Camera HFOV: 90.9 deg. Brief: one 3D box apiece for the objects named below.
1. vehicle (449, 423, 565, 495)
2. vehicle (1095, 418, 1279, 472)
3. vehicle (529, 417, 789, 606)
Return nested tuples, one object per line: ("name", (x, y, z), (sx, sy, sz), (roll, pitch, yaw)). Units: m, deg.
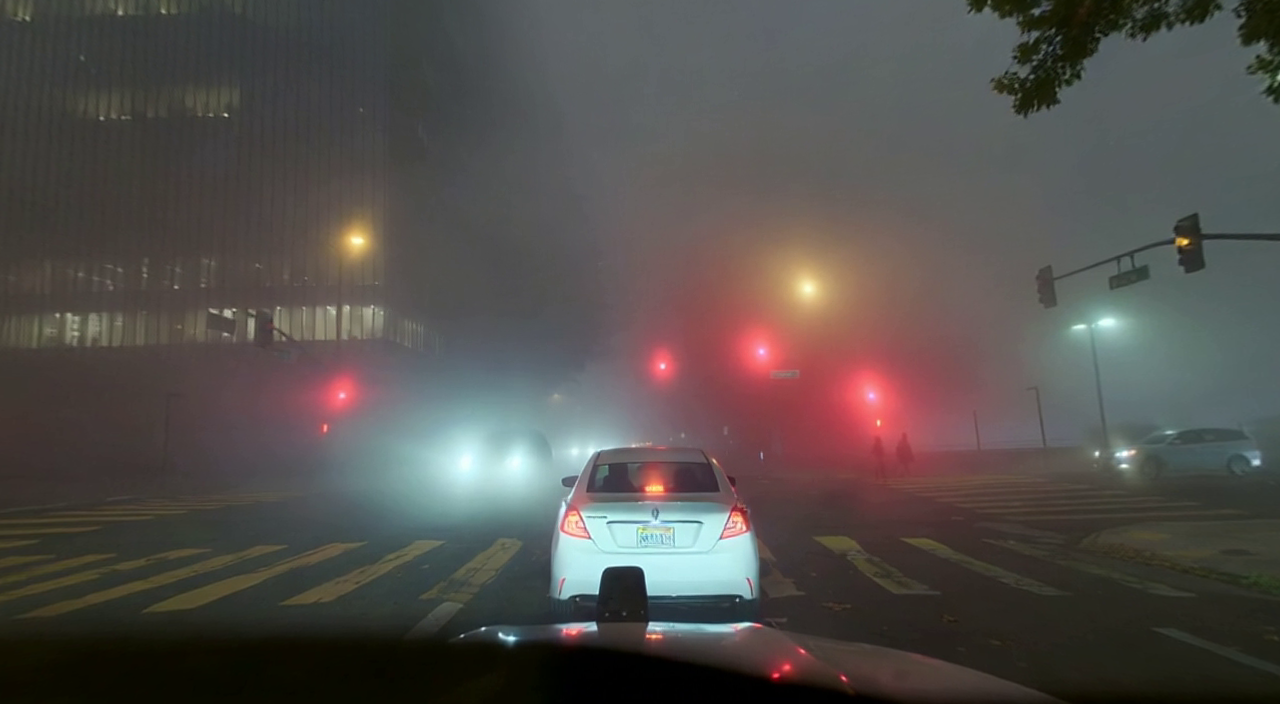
("vehicle", (-3.938, 3.321, 19.894), (2.317, 1.924, 5.518), (0, -8, 2))
("vehicle", (19.162, 3.264, 22.216), (4.675, 1.772, 1.945), (0, -8, -1))
("vehicle", (-0.136, 1.646, 7.494), (1.893, 1.532, 4.145), (2, -9, -16))
